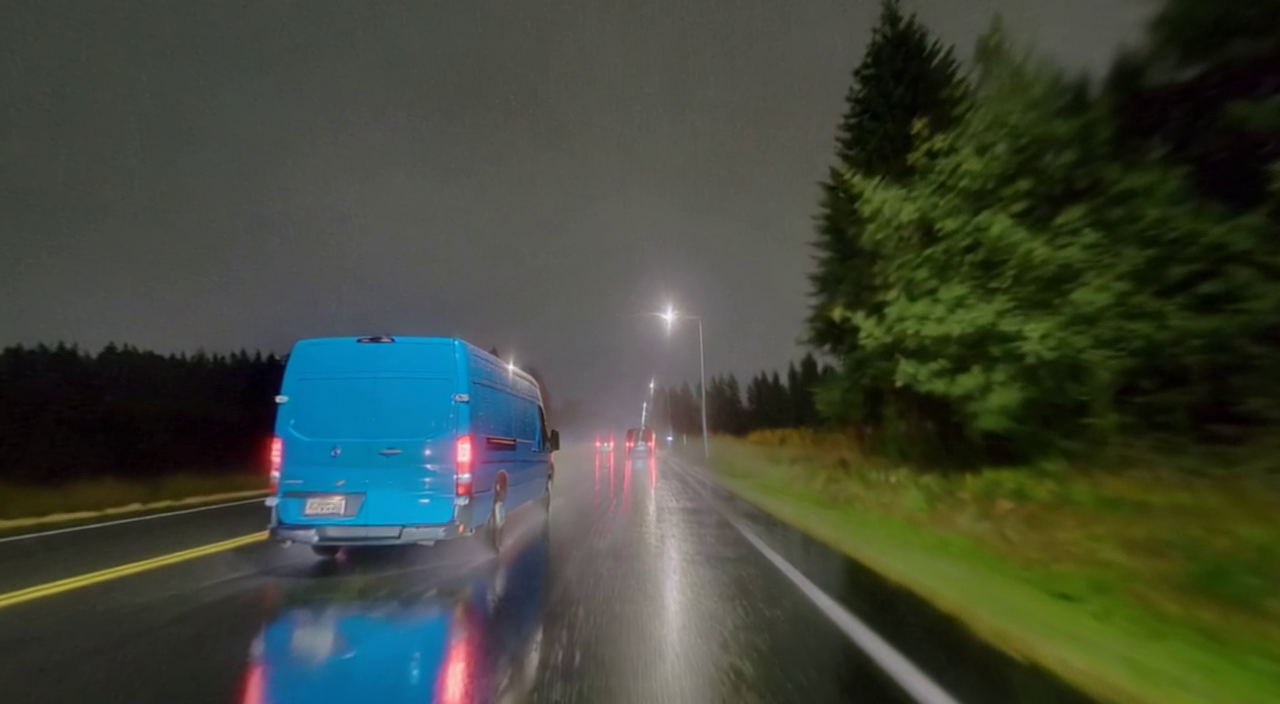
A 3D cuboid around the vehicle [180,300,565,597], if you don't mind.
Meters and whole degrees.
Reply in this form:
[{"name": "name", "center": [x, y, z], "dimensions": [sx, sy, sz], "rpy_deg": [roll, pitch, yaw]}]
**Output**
[{"name": "vehicle", "center": [-2.712, 1.256, 8.643], "dimensions": [2.497, 2.628, 6.016], "rpy_deg": [0, -8, 1]}]
